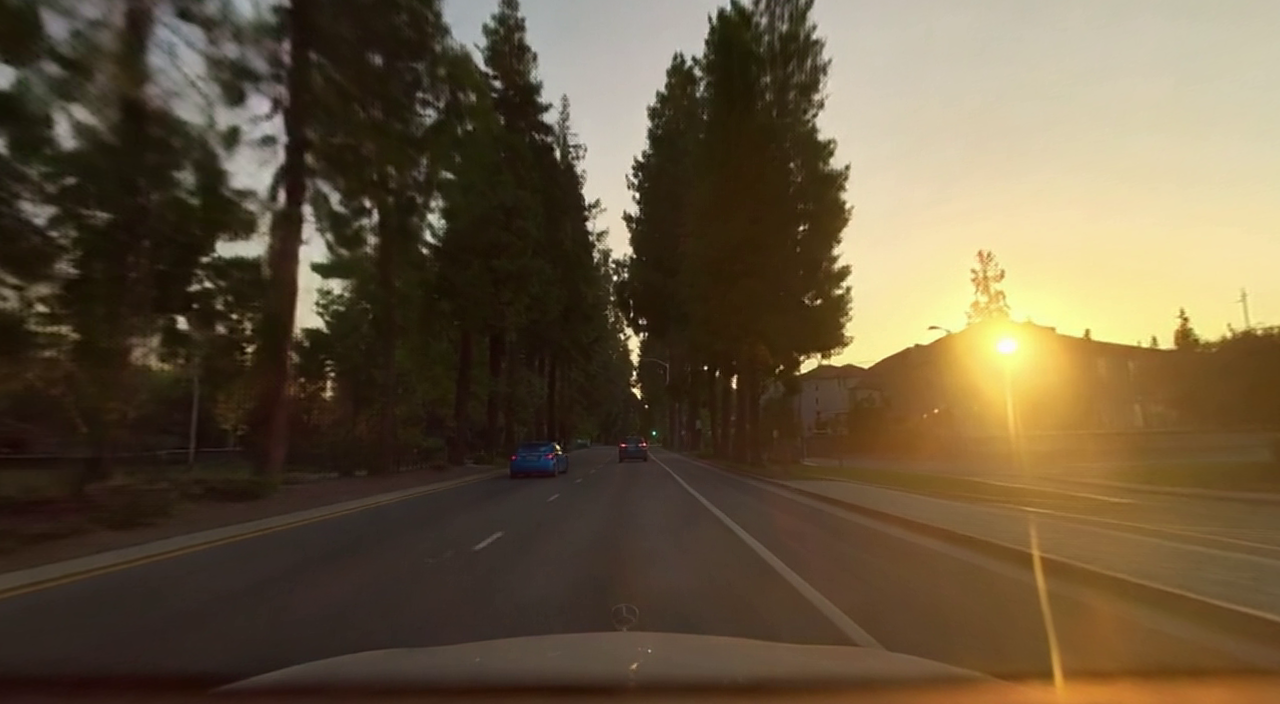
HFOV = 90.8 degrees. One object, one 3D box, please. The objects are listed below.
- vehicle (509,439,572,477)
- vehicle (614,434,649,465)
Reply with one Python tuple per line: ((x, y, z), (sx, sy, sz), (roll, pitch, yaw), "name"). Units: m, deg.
((-4.063, 4.373, 26.407), (1.917, 1.448, 4.178), (0, -8, 1), "vehicle")
((-0.487, 5.884, 38.360), (2.018, 1.769, 3.897), (0, -8, -1), "vehicle")
